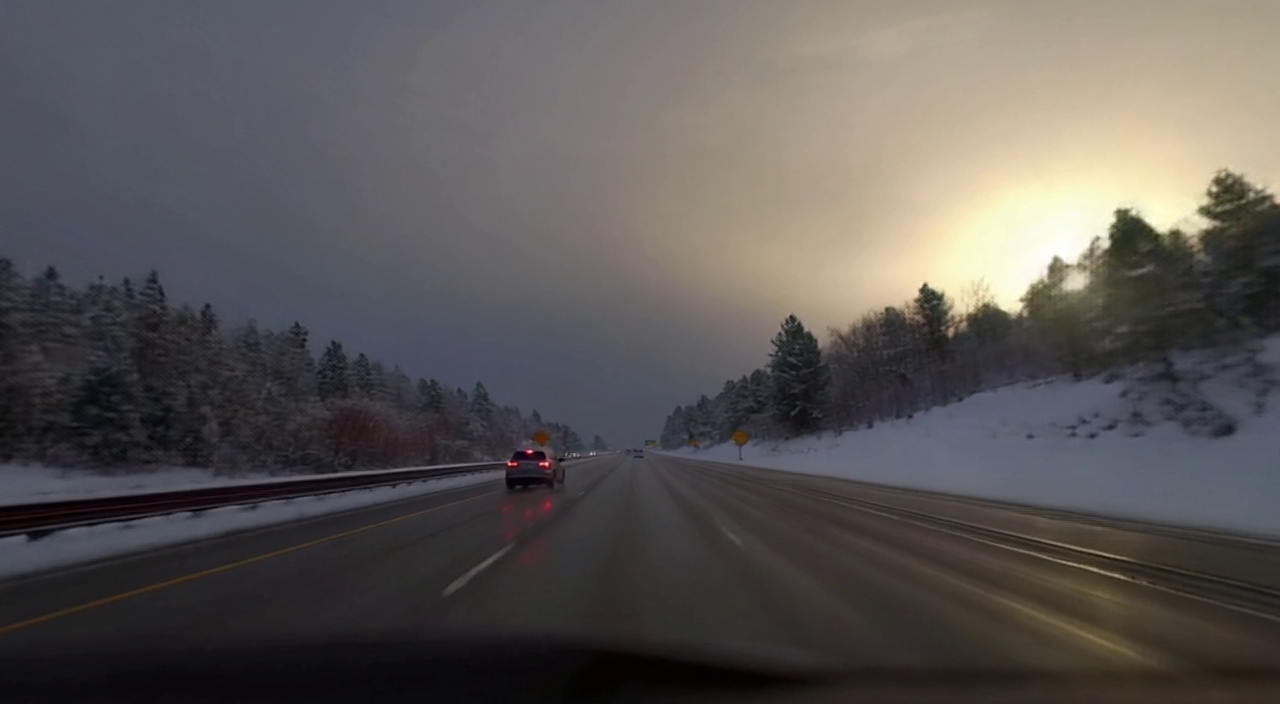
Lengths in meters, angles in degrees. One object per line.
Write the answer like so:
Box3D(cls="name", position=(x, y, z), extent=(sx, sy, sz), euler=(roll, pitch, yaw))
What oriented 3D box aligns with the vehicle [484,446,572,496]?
Box3D(cls="vehicle", position=(-3.589, 3.926, 21.163), extent=(2.054, 1.475, 4.708), euler=(0, -9, 0))
